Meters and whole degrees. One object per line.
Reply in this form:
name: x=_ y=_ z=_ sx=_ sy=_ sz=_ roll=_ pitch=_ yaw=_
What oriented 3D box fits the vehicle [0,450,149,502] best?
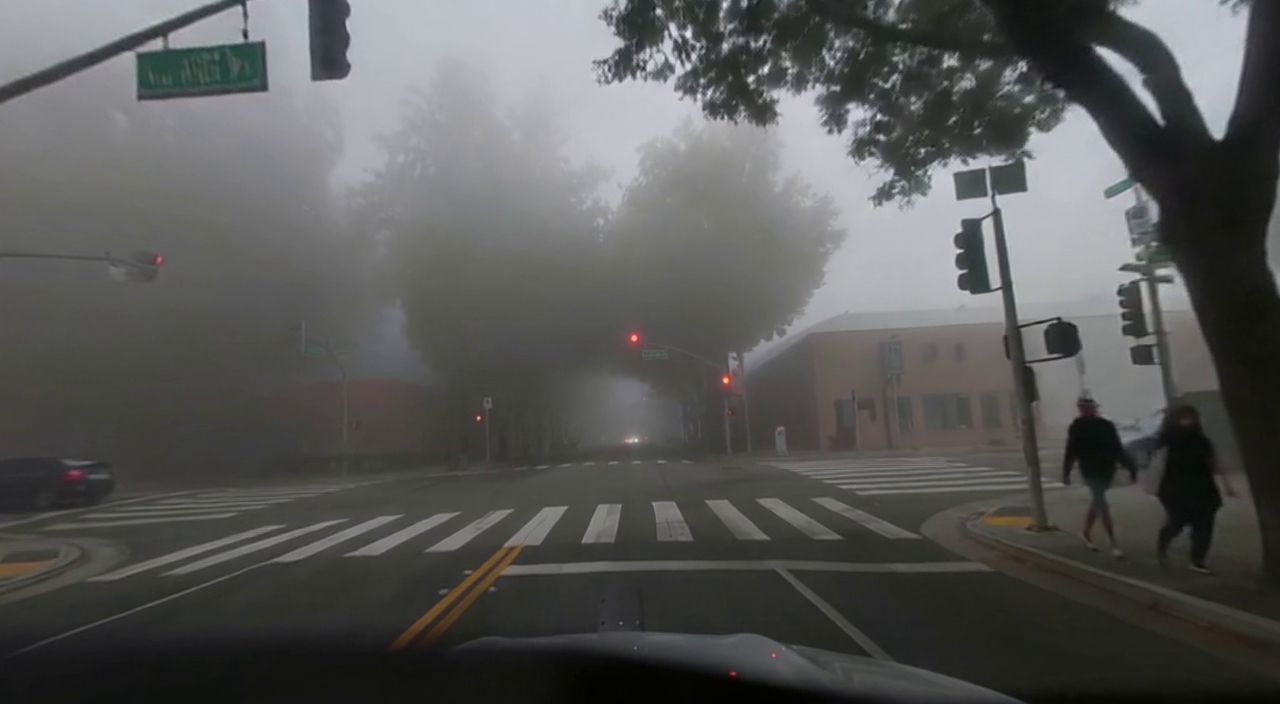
vehicle: x=-19.479 y=4.120 z=21.060 sx=4.624 sy=1.478 sz=2.118 roll=-4 pitch=-9 yaw=5

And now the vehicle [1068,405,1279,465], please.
vehicle: x=14.514 y=2.246 z=16.977 sx=4.632 sy=1.484 sz=1.907 roll=0 pitch=-8 yaw=-2
